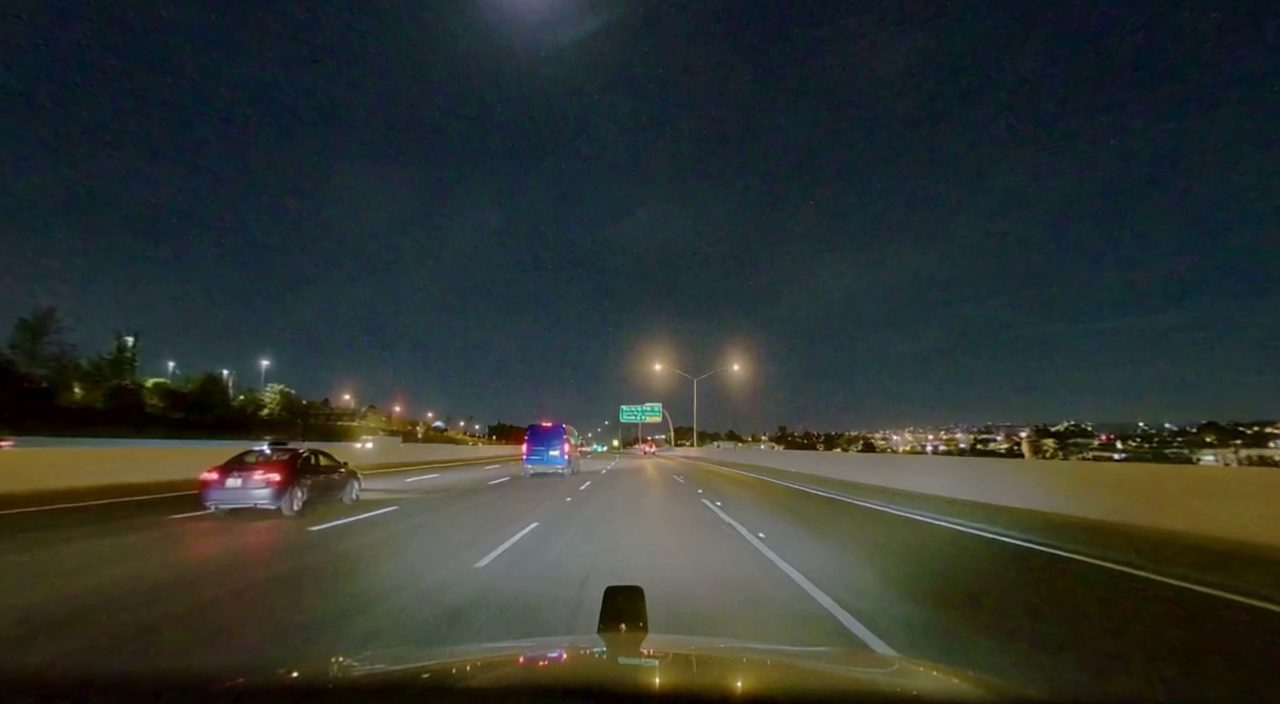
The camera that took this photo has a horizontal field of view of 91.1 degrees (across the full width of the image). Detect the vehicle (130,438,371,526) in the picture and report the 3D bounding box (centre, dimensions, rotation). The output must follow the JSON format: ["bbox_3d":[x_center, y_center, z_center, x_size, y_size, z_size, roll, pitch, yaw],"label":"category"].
[{"bbox_3d":[-7.778,2.611,13.284,1.987,1.490,4.781,0,-9,1],"label":"vehicle"}]

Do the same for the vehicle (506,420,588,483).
[{"bbox_3d":[-3.569,3.964,25.259,2.372,2.248,5.393,0,-9,1],"label":"vehicle"}]
